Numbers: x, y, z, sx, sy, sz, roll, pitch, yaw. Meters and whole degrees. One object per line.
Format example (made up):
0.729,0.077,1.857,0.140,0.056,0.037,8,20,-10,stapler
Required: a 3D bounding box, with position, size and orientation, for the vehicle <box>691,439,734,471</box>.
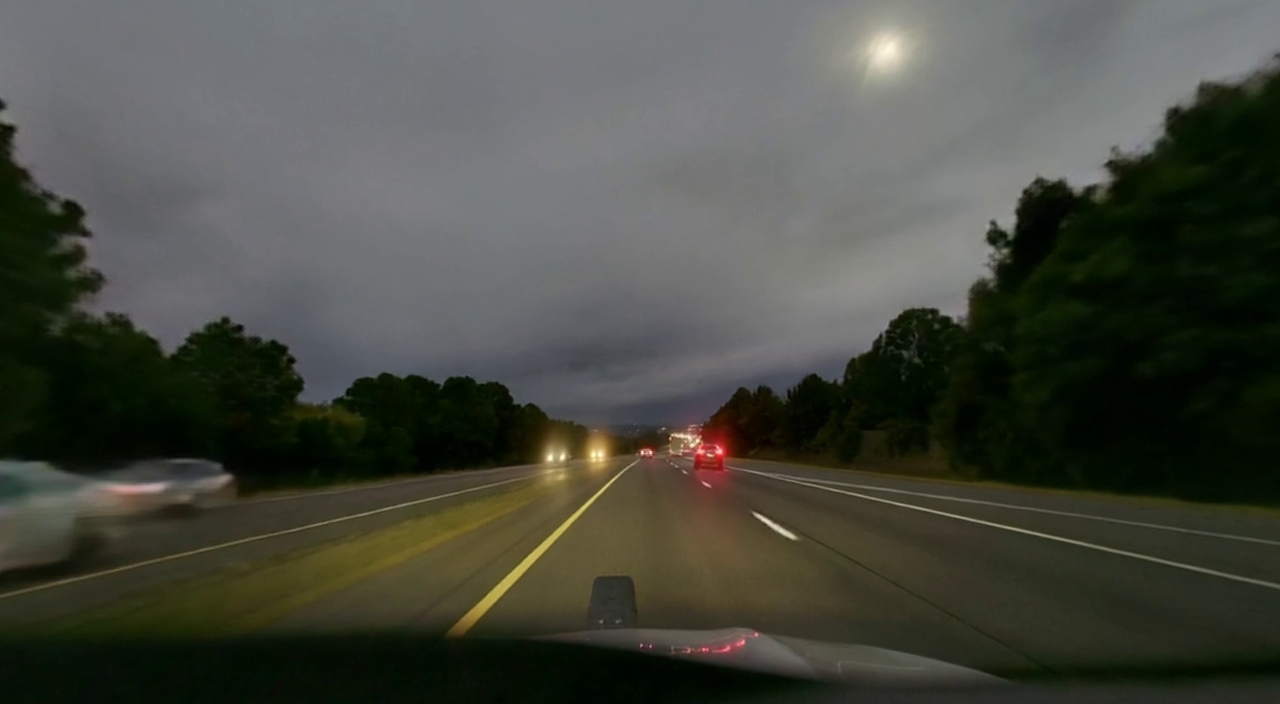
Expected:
4.695,6.768,41.505,2.189,2.007,4.872,0,-9,-1,vehicle
